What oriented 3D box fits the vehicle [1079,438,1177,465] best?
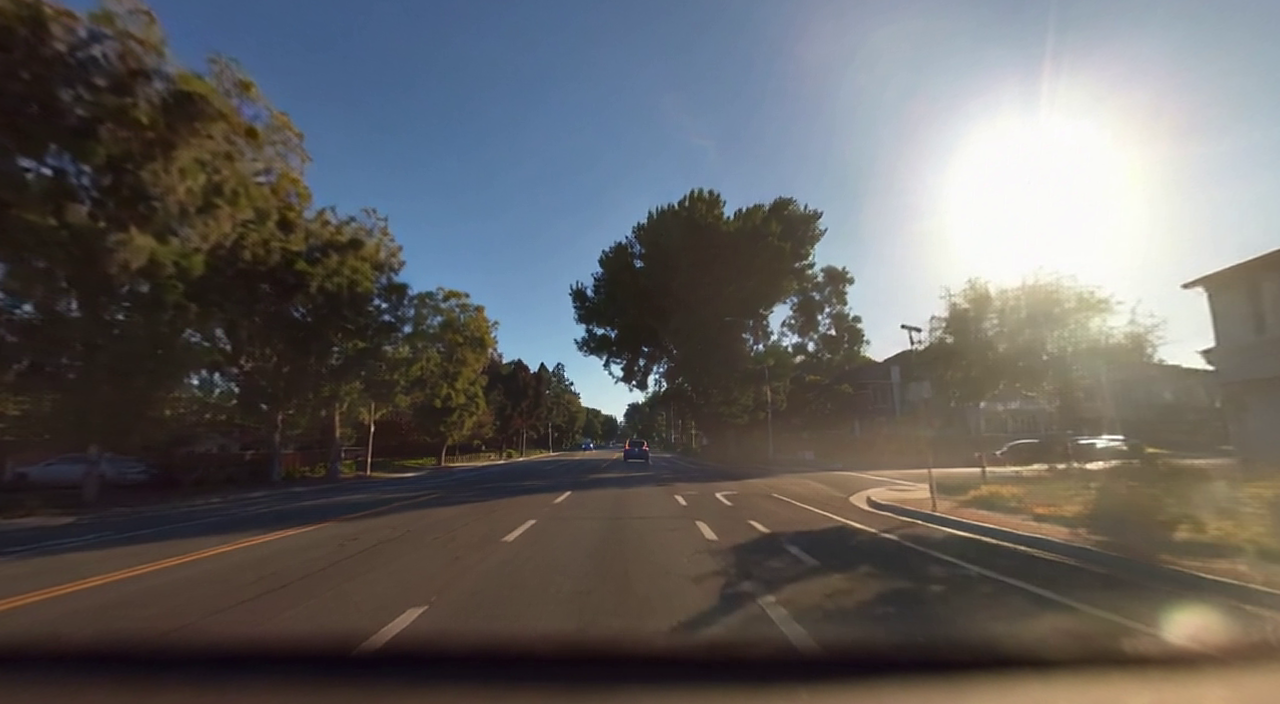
[{"bbox_3d":[28.596,5.827,37.085,4.359,1.479,1.890,1,-9,-7],"label":"vehicle"}]

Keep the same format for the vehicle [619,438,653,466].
[{"bbox_3d":[-0.271,6.854,43.324,2.230,1.827,4.298,0,-9,-1],"label":"vehicle"}]

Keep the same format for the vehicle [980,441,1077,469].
[{"bbox_3d":[22.180,5.876,36.185,4.218,1.505,2.169,1,-9,-8],"label":"vehicle"}]

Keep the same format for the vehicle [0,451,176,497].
[{"bbox_3d":[-19.861,4.316,22.569,4.818,1.506,2.289,-1,-9,4],"label":"vehicle"}]
